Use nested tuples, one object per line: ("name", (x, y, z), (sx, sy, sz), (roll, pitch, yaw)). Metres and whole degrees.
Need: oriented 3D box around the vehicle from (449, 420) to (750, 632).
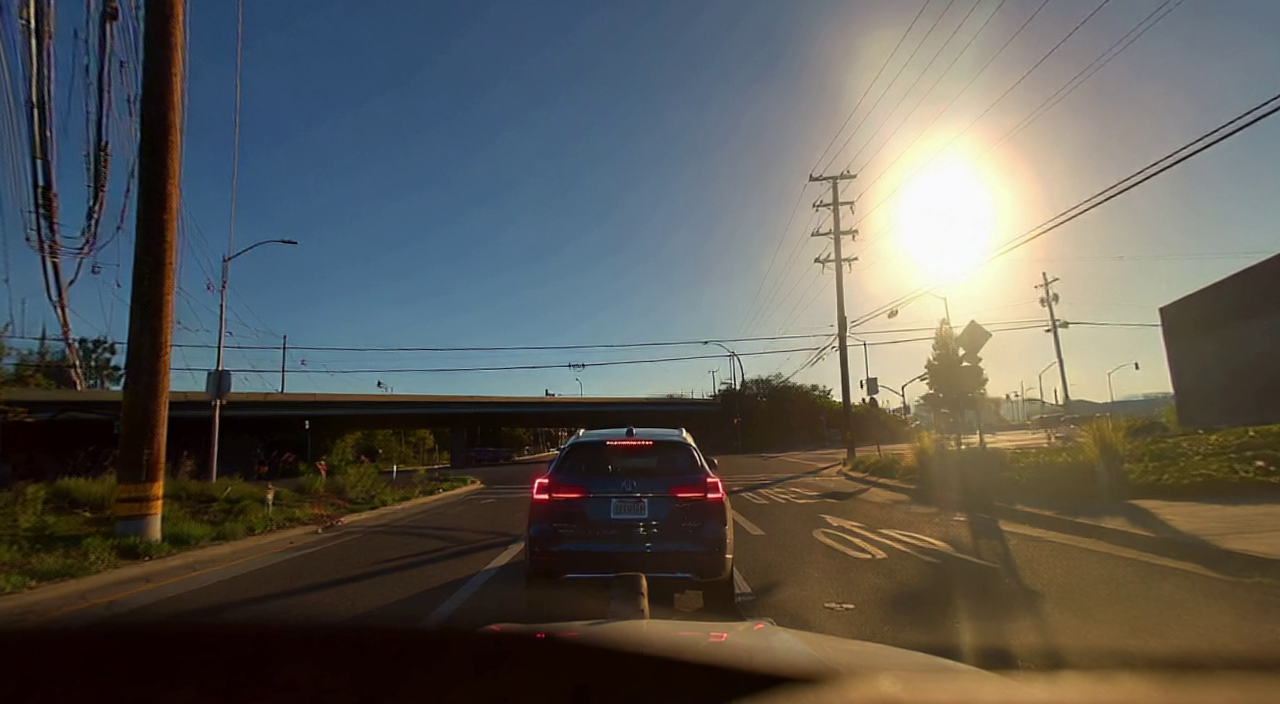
("vehicle", (-0.245, 1.520, 6.465), (2.090, 1.458, 4.033), (-1, -9, 1))
